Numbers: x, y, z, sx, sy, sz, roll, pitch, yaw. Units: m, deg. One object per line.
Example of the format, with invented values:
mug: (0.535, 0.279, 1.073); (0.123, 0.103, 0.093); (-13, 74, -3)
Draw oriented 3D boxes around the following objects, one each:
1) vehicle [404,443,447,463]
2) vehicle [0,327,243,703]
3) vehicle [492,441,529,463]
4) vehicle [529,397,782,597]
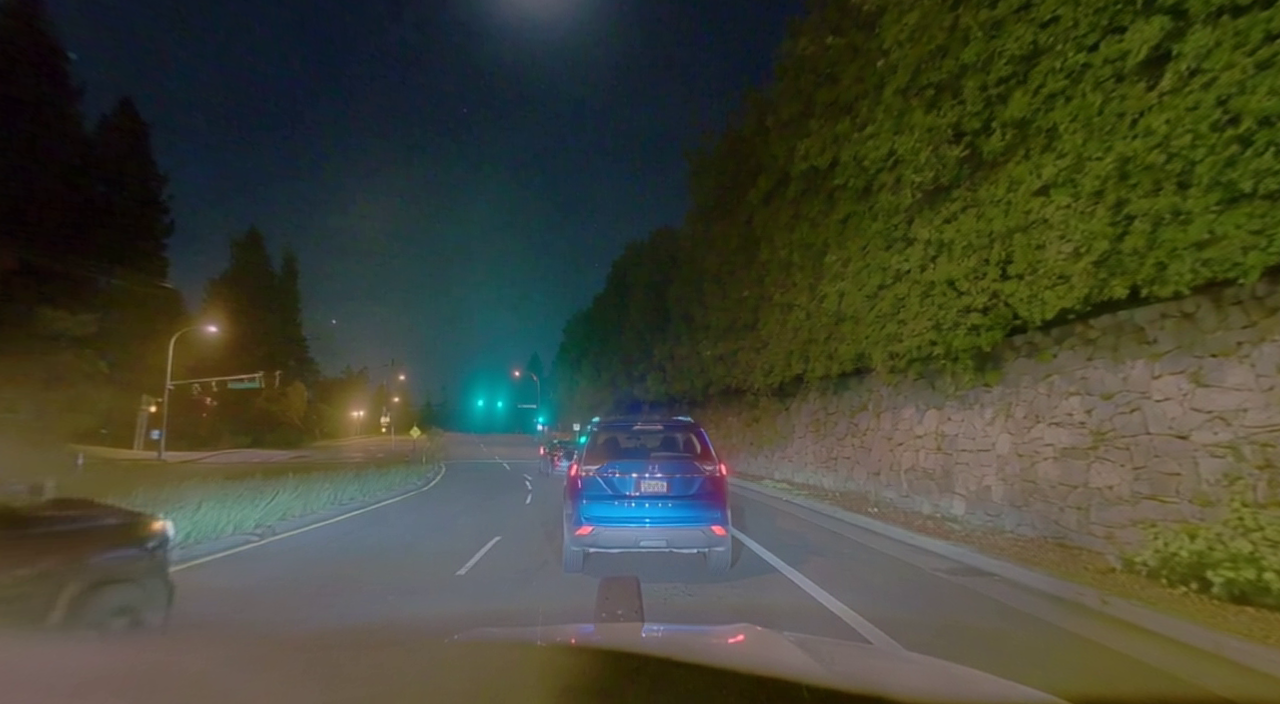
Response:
vehicle: (-16.987, 7.981, 49.918); (2.023, 1.474, 4.286); (6, -10, -34)
vehicle: (-3.286, 0.656, 1.355); (2.205, 1.716, 4.448); (1, -8, -4)
vehicle: (-9.406, 7.213, 45.580); (1.837, 1.483, 4.559); (3, -9, -21)
vehicle: (-0.026, 1.611, 7.908); (2.287, 1.762, 4.269); (1, -8, -5)
